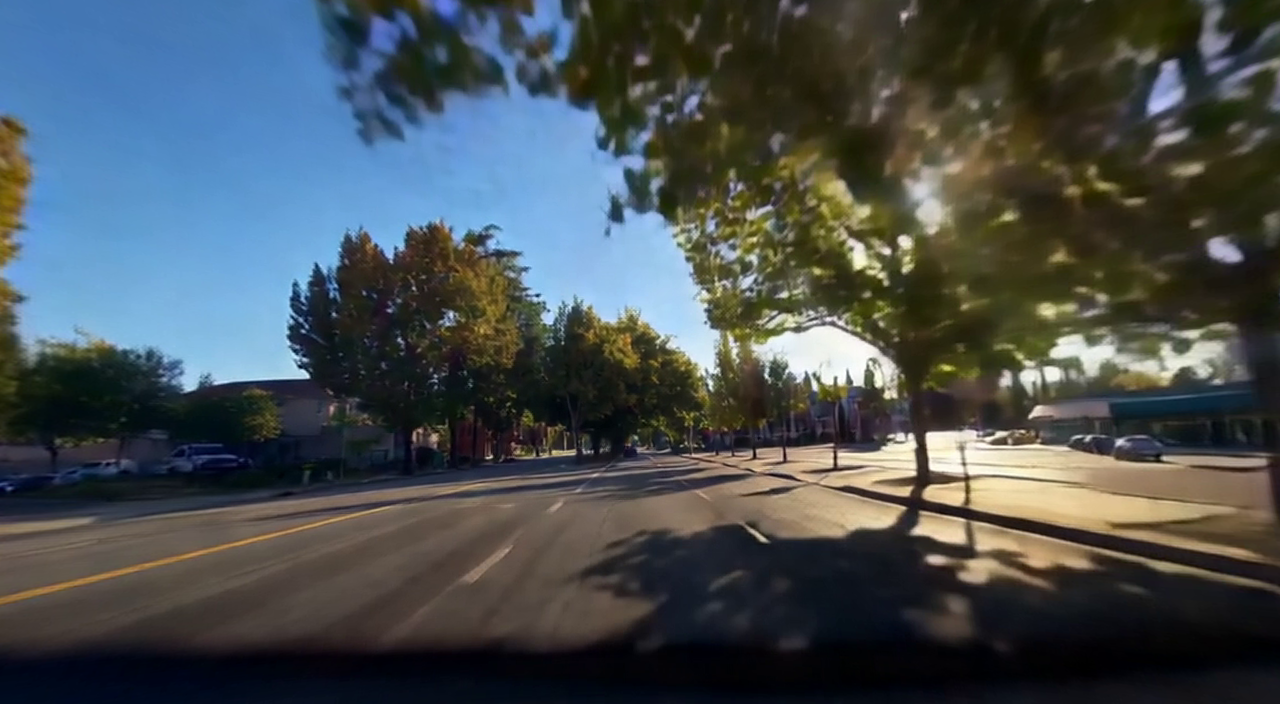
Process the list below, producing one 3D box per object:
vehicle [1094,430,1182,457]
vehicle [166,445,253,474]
[{"bbox_3d":[33.938,6.240,43.206,1.999,1.674,4.627,-2,-8,-4],"label":"vehicle"},{"bbox_3d":[-23.824,5.934,35.017,3.548,1.544,1.641,0,-8,1],"label":"vehicle"}]
